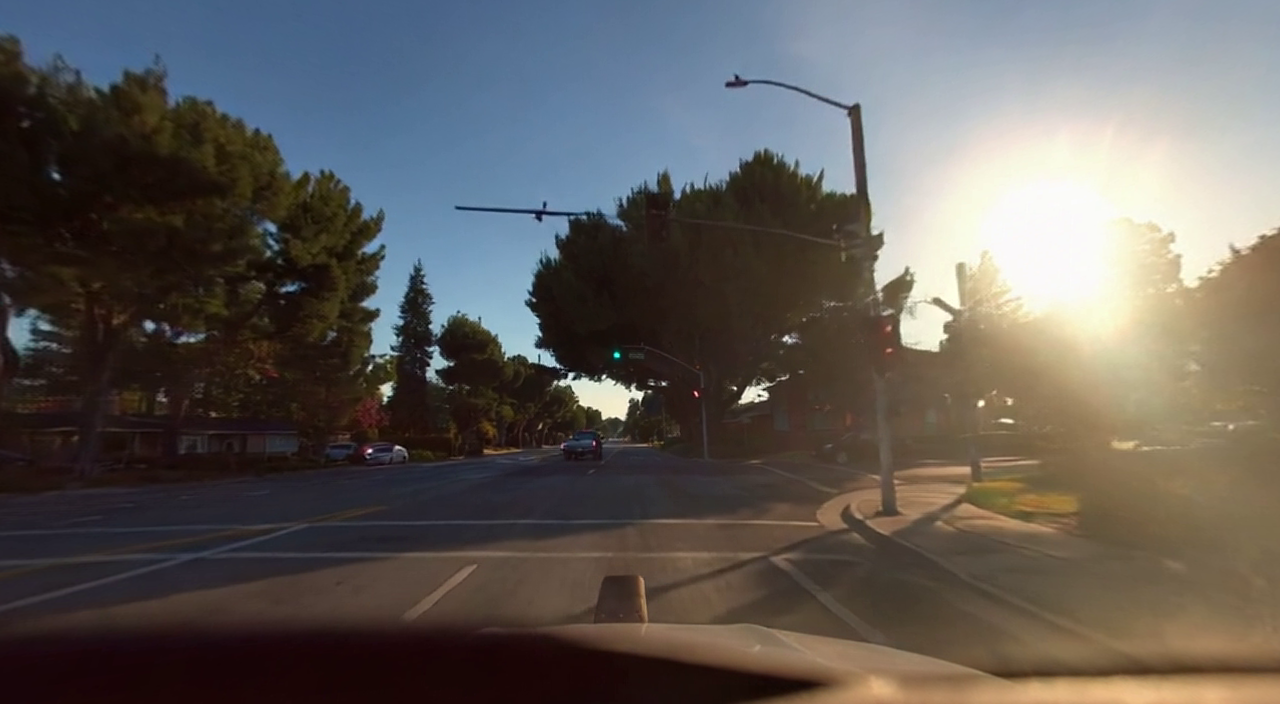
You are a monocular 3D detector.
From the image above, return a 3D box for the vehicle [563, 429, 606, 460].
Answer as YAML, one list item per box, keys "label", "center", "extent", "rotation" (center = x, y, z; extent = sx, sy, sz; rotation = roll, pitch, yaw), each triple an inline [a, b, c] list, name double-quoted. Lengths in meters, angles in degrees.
- label: "vehicle"
  center: [-3.795, 6.503, 44.547]
  extent: [2.508, 2.001, 5.880]
  rotation: [0, -9, 0]

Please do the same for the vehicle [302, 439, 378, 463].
- label: "vehicle"
  center: [-22.881, 7.541, 48.341]
  extent: [4.772, 1.745, 2.058]
  rotation: [-1, -9, 5]

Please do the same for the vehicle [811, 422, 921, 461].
- label: "vehicle"
  center: [10.770, 4.314, 30.400]
  extent: [4.500, 1.761, 1.975]
  rotation: [0, -9, 0]
